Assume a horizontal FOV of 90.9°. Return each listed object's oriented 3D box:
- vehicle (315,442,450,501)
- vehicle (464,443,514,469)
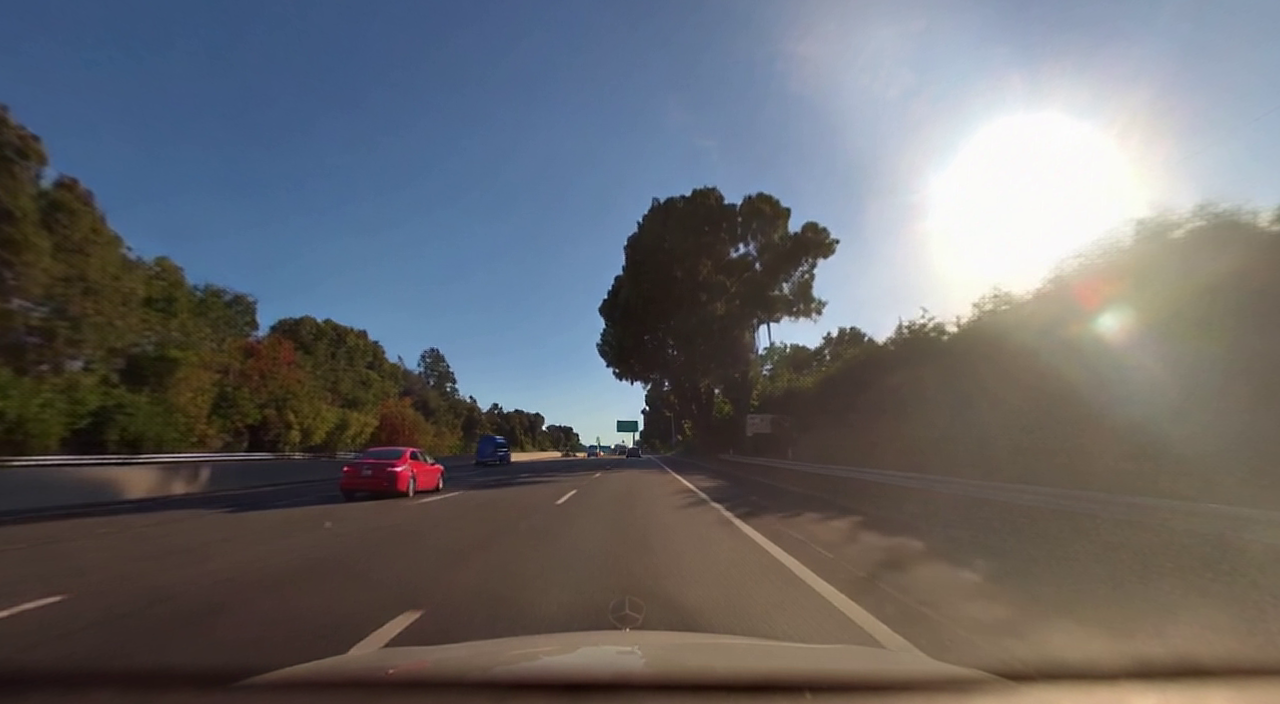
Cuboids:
[{"bbox_3d":[-7.400,3.454,18.741,1.981,1.486,4.735,0,-8,0],"label":"vehicle"},{"bbox_3d":[-10.931,7.545,46.019,2.249,1.735,5.018,-1,-8,2],"label":"vehicle"}]
